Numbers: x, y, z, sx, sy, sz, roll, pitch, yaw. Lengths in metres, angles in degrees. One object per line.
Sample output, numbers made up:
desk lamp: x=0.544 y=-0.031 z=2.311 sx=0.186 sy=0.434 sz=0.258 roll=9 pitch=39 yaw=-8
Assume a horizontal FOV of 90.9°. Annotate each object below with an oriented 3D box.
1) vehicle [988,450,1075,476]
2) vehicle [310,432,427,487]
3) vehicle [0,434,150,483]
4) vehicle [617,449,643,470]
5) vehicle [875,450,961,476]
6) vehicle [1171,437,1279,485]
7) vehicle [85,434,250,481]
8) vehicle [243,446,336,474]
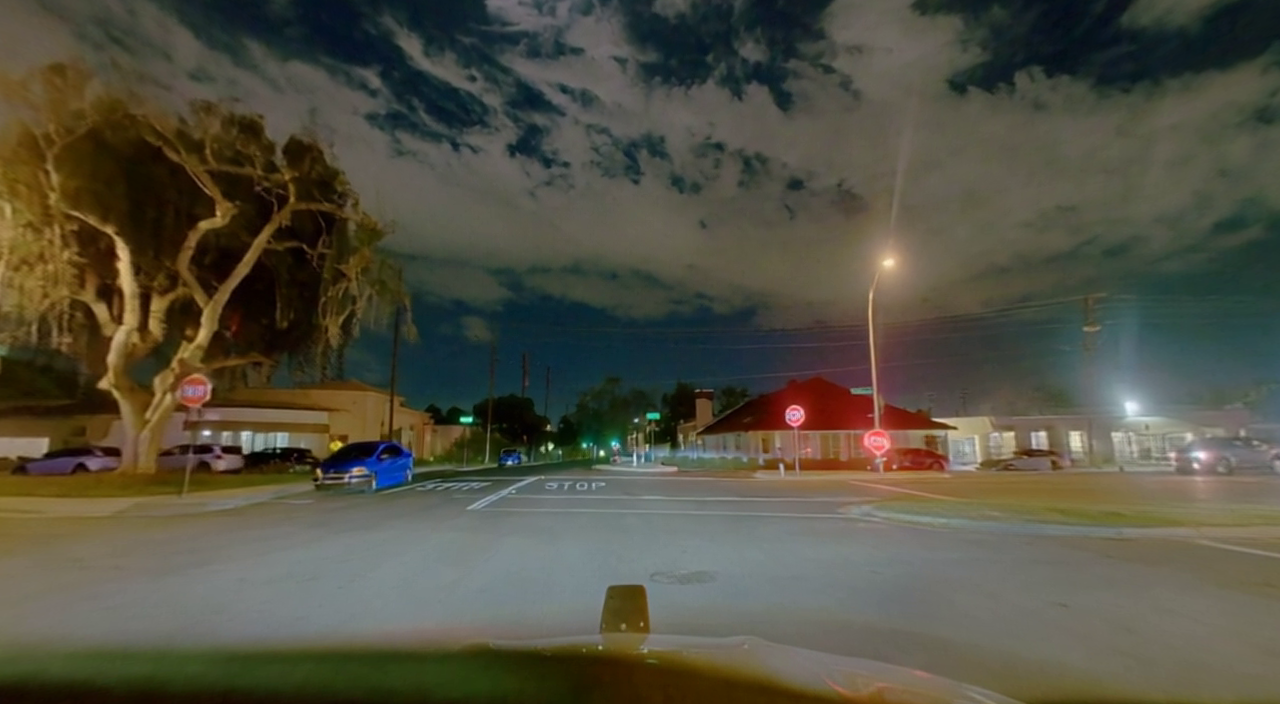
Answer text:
vehicle: x=24.959 y=7.099 z=40.234 sx=4.323 sy=1.507 sz=1.896 roll=2 pitch=-8 yaw=-4
vehicle: x=-8.978 y=3.631 z=21.398 sx=2.156 sy=1.620 sz=4.945 roll=1 pitch=-9 yaw=-6
vehicle: x=-21.608 y=3.992 z=23.955 sx=1.887 sy=1.619 sz=4.187 roll=-4 pitch=-9 yaw=30
vehicle: x=-0.833 y=8.469 z=49.657 sx=1.851 sy=1.471 sz=4.372 roll=1 pitch=-8 yaw=-4
vehicle: x=17.506 y=6.996 z=39.788 sx=4.528 sy=1.458 sz=1.939 roll=2 pitch=-7 yaw=-5
vehicle: x=28.545 y=5.077 z=29.517 sx=5.277 sy=2.032 sz=2.408 roll=2 pitch=-6 yaw=-4
vehicle: x=-18.142 y=4.035 z=24.440 sx=2.010 sy=1.583 sz=4.582 roll=-5 pitch=-10 yaw=34
vehicle: x=-20.728 y=6.407 z=37.397 sx=4.277 sy=1.527 sz=1.987 roll=1 pitch=-8 yaw=-3
